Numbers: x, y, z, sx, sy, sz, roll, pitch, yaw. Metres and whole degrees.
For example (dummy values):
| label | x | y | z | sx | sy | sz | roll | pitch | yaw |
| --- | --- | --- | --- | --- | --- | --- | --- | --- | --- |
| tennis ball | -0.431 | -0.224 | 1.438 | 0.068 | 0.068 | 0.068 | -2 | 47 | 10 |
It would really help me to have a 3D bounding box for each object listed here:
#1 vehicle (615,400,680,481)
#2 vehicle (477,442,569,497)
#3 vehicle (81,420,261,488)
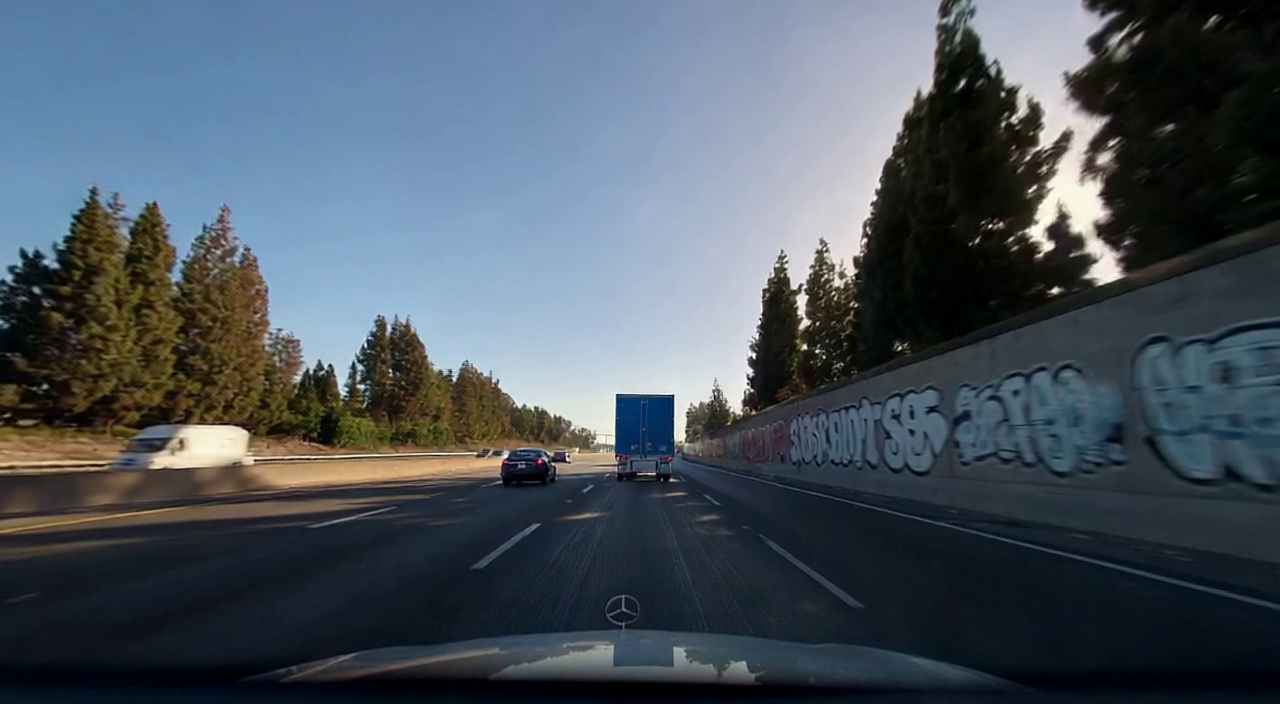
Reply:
| label | x | y | z | sx | sy | sz | roll | pitch | yaw |
| --- | --- | --- | --- | --- | --- | --- | --- | --- | --- |
| vehicle | 0.220 | 4.792 | 33.677 | 2.915 | 3.661 | 9.741 | 0 | -9 | -1 |
| vehicle | -3.468 | 3.580 | 19.541 | 2.020 | 1.505 | 4.171 | 0 | -9 | 1 |
| vehicle | -17.789 | 3.950 | 24.520 | 2.348 | 2.266 | 6.059 | 0 | -9 | -1 |
